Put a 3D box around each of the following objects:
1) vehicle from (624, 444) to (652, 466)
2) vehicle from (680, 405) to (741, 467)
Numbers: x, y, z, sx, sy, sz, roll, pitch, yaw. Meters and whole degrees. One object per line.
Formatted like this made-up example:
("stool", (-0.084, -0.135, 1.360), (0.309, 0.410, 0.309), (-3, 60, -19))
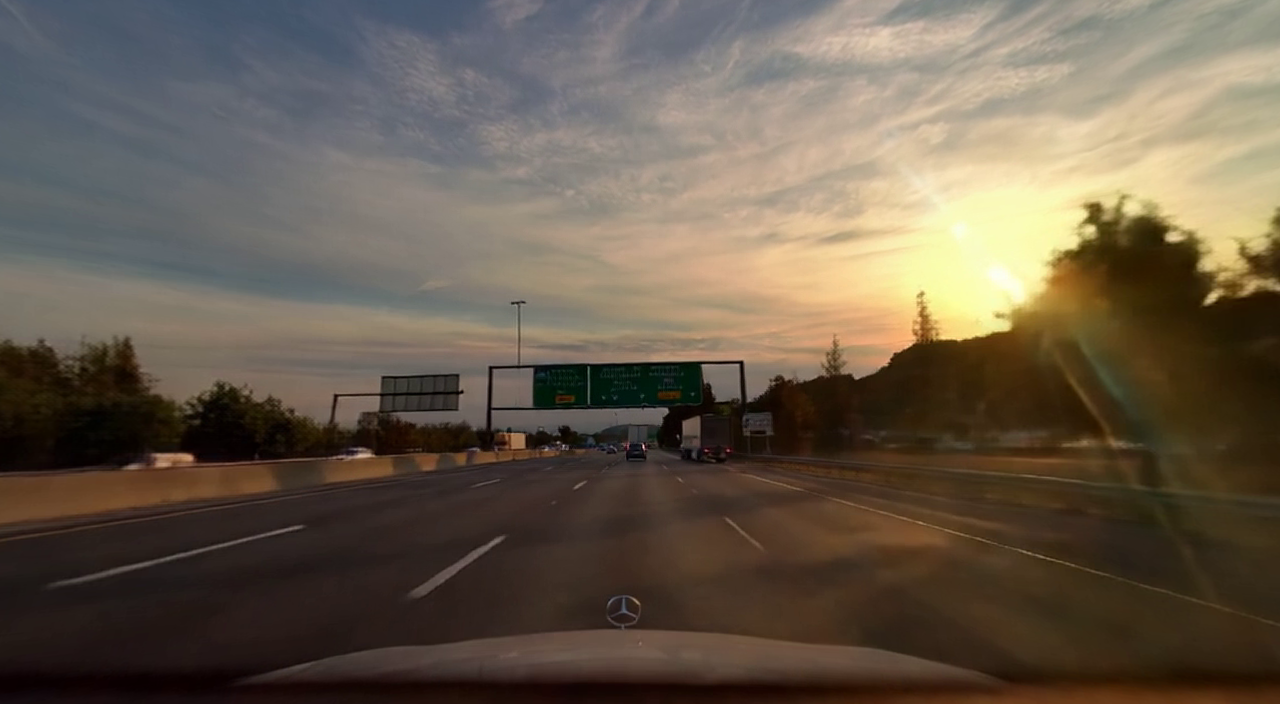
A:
("vehicle", (-0.151, 7.543, 46.325), (1.972, 1.492, 3.697), (0, -9, 0))
("vehicle", (5.138, 6.666, 49.257), (2.893, 4.114, 14.332), (0, -9, -1))
